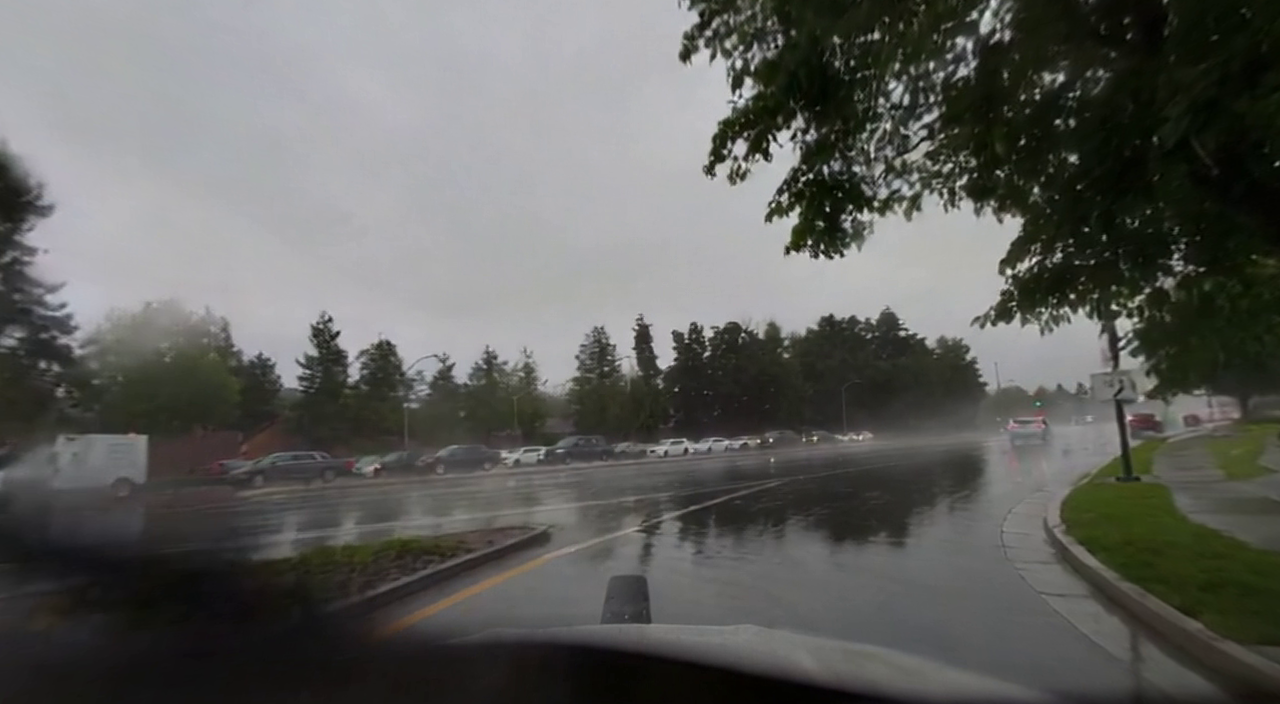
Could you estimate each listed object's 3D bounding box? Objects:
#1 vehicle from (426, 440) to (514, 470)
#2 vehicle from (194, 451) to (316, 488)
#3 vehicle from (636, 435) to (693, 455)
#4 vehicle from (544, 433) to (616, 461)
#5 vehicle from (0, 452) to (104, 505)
[{"bbox_3d":[-9.817,5.973,36.688,1.876,1.642,4.600,-8,-12,43],"label":"vehicle"},{"bbox_3d":[-17.674,5.349,29.047,1.777,1.497,4.399,-8,-12,44],"label":"vehicle"},{"bbox_3d":[1.924,7.154,48.327,4.377,1.473,1.832,8,-12,-44],"label":"vehicle"},{"bbox_3d":[-4.012,6.449,42.668,1.969,1.758,4.662,-8,-12,44],"label":"vehicle"},{"bbox_3d":[-23.411,4.626,23.221,2.002,1.838,5.256,-8,-12,44],"label":"vehicle"}]
